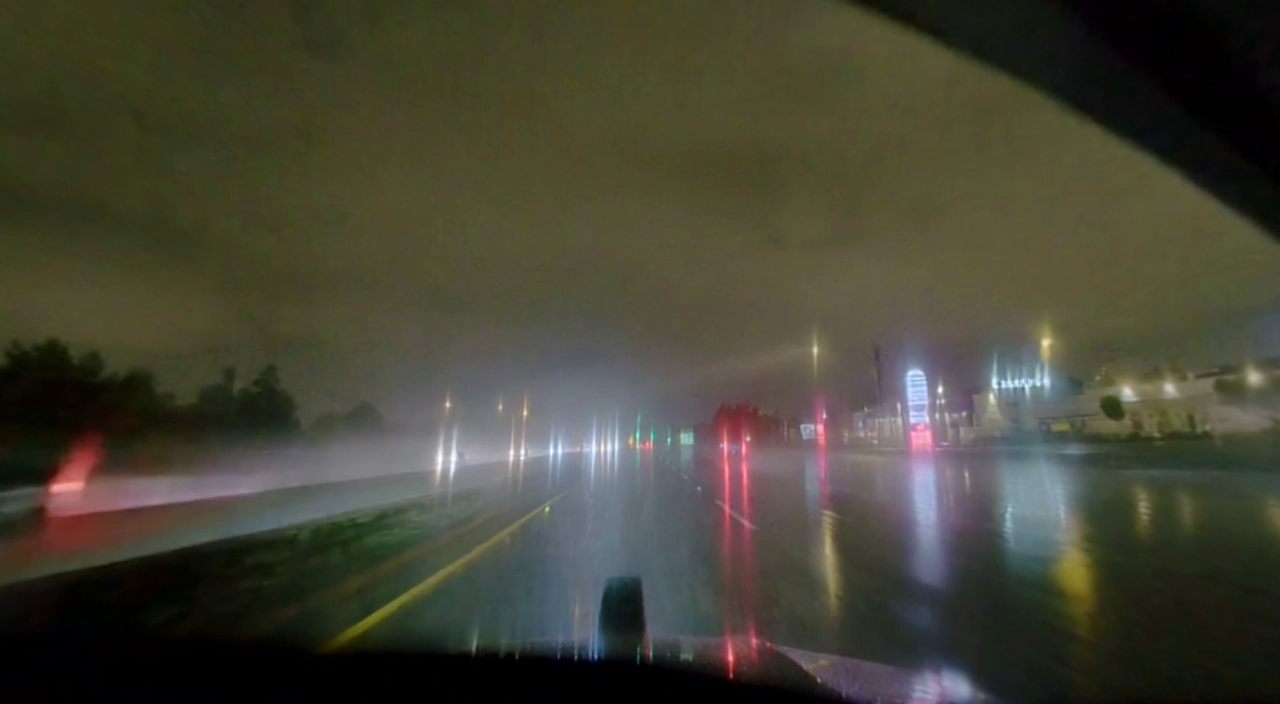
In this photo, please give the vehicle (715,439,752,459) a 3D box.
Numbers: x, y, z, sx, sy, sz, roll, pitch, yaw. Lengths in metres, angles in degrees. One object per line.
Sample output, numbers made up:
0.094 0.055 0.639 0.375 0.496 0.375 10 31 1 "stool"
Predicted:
7.229 7.570 49.041 2.079 1.518 5.032 0 -8 -1 "vehicle"
